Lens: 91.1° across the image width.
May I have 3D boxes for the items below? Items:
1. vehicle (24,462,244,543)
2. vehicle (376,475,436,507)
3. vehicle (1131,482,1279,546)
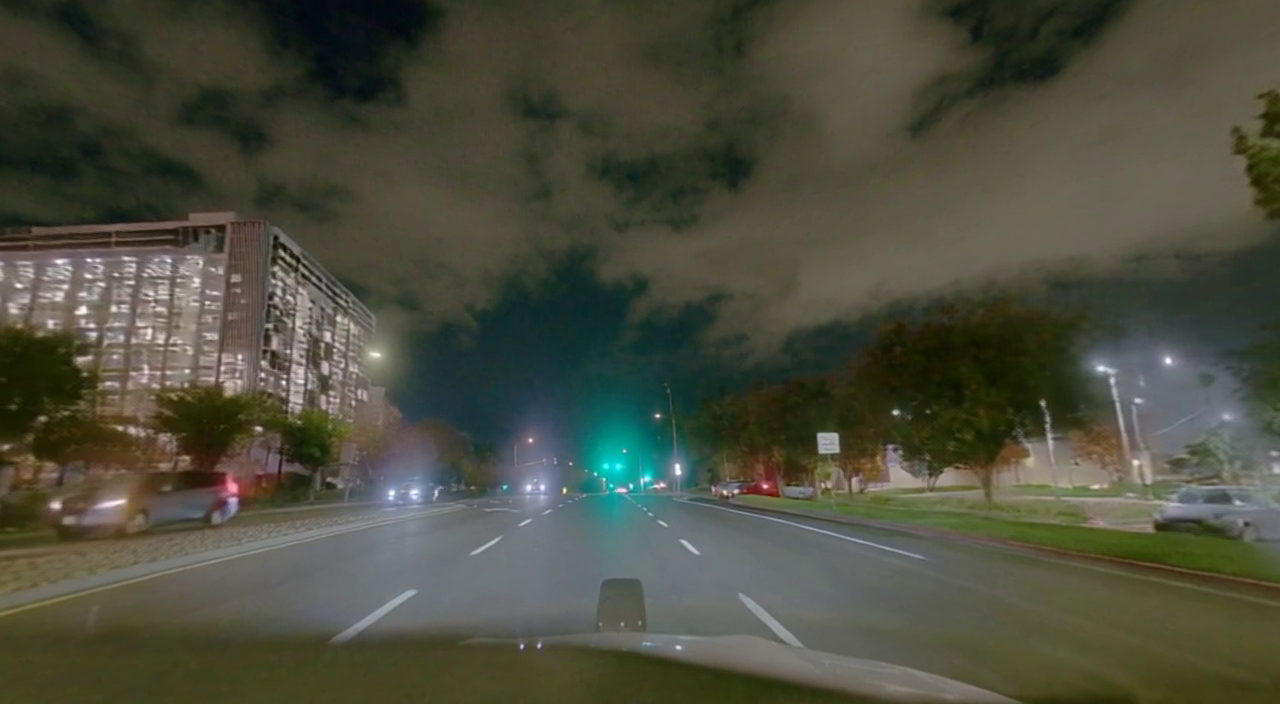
[{"bbox_3d":[-12.414,3.661,15.878,2.060,1.618,4.203,0,-8,-1],"label":"vehicle"},{"bbox_3d":[-13.749,8.170,37.132,1.941,1.511,4.348,0,-8,-2],"label":"vehicle"},{"bbox_3d":[16.145,4.337,16.940,4.030,1.483,1.859,-3,-15,-1],"label":"vehicle"}]
